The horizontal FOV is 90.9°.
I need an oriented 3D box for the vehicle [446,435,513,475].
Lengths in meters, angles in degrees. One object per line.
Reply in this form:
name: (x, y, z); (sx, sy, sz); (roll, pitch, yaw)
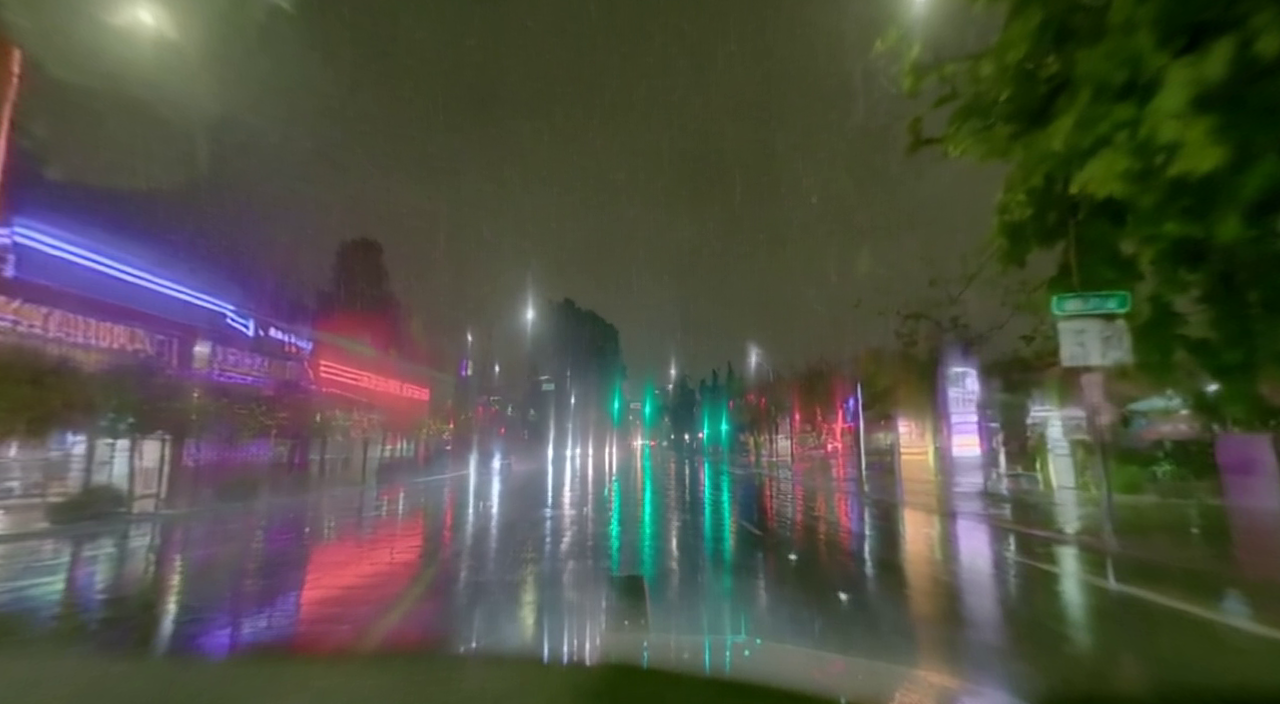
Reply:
vehicle: (-8.385, 5.435, 33.470); (2.242, 1.919, 4.922); (0, -8, 0)

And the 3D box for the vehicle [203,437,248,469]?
vehicle: (-26.328, 6.381, 39.943); (2.099, 1.901, 4.832); (6, -10, -35)

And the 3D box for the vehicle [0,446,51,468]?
vehicle: (-42.036, 6.977, 42.053); (4.410, 1.422, 1.812); (-2, -9, 15)
